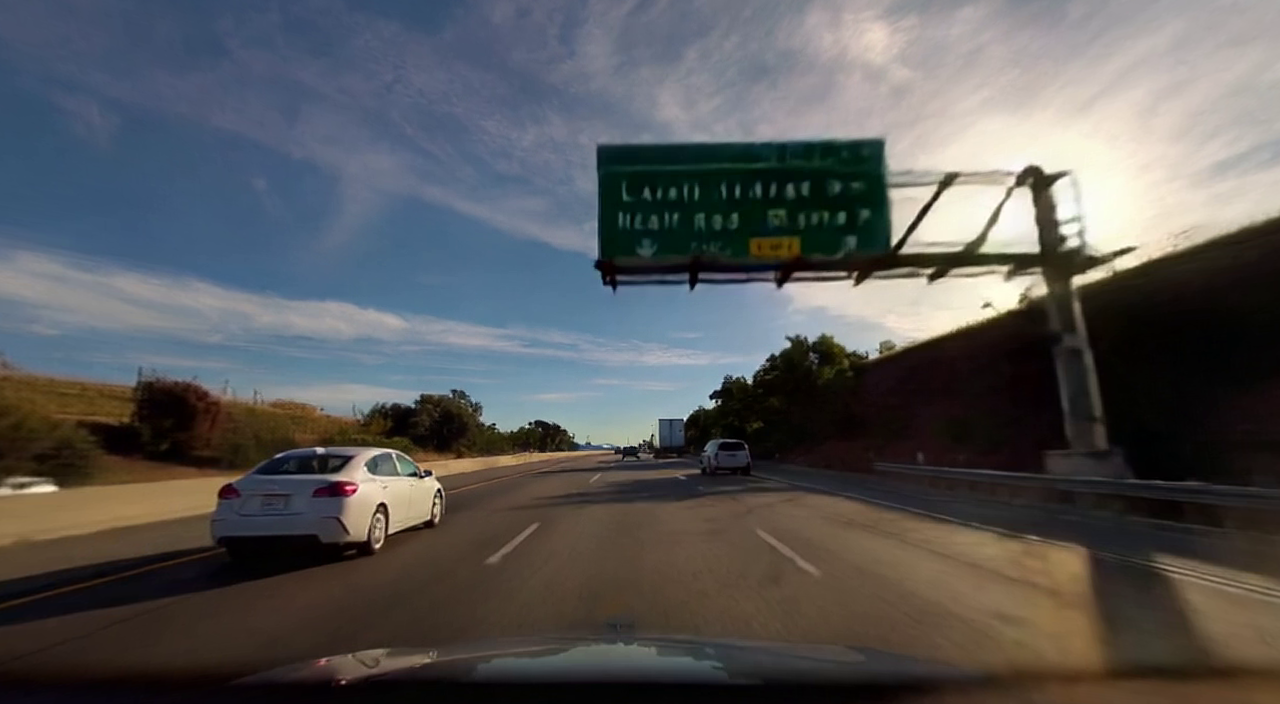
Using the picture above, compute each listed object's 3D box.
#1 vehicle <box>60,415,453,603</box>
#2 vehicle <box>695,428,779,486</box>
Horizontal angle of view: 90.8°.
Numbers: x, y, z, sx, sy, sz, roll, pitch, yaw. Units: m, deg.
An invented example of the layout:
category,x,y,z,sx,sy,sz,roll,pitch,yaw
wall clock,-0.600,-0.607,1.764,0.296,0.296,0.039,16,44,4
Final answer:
category,x,y,z,sx,sy,sz,roll,pitch,yaw
vehicle,-4.014,1.701,7.883,1.903,1.607,4.770,0,-8,0
vehicle,3.193,3.559,21.753,2.065,1.760,4.488,0,-8,-1
